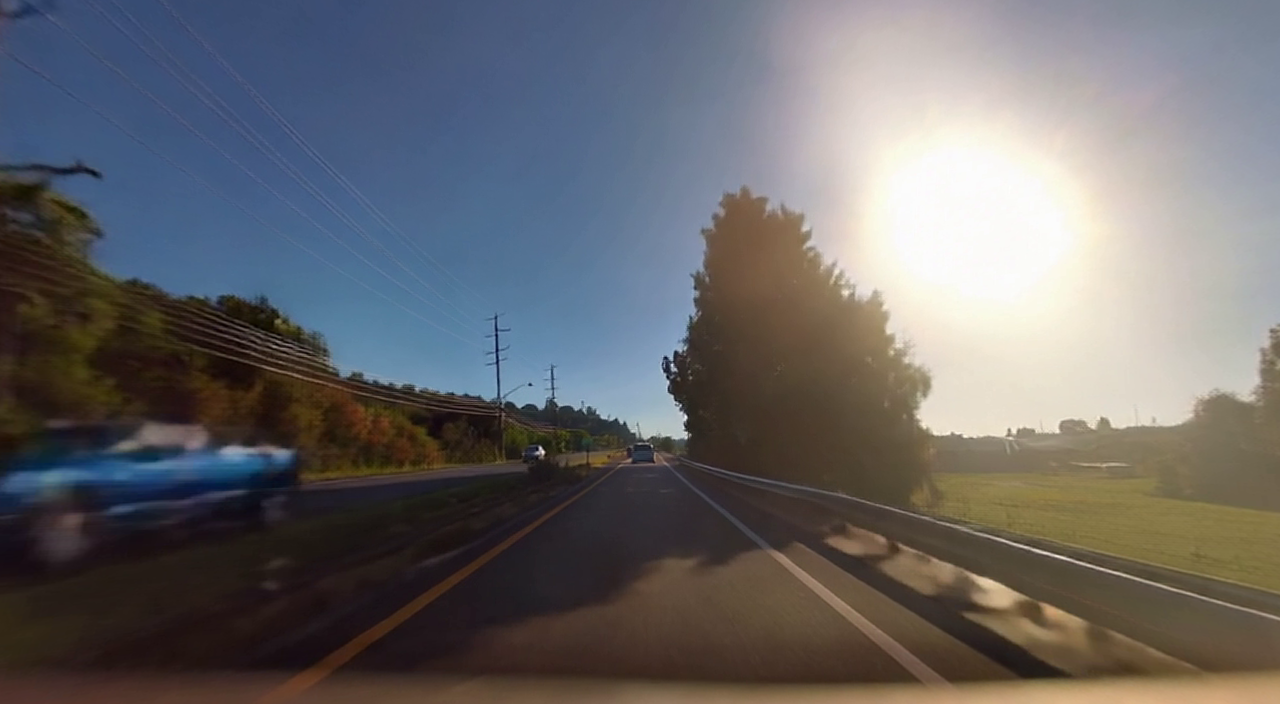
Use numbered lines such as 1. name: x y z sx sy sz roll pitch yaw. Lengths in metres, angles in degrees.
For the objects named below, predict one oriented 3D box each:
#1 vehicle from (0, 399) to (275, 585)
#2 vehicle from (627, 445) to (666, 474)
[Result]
1. vehicle: -7.111 1.661 8.072 2.145 1.740 4.433 0 -9 0
2. vehicle: 0.320 5.920 34.912 2.080 1.486 3.813 0 -9 -1
